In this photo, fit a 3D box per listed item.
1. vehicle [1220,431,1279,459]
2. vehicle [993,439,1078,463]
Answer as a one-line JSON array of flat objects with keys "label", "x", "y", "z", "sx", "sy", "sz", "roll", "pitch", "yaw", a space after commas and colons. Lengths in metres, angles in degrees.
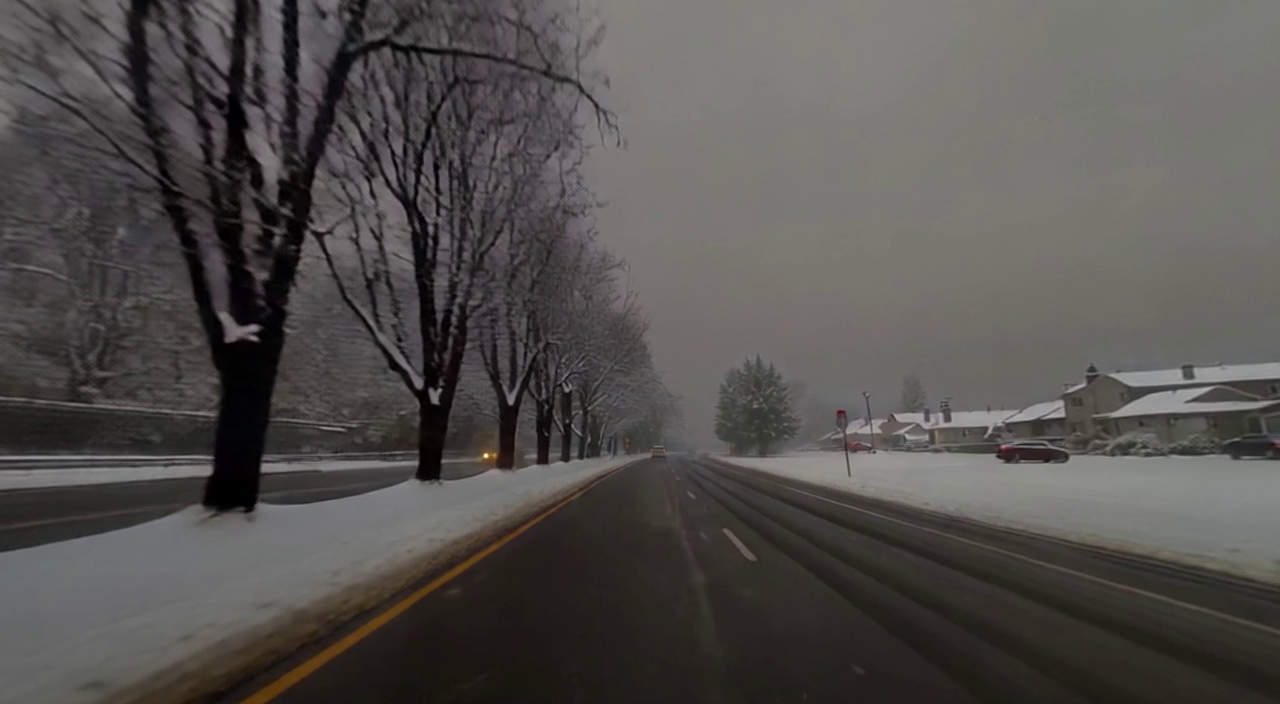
[{"label": "vehicle", "x": 41.547, "y": 6.290, "z": 42.691, "sx": 4.494, "sy": 1.782, "sz": 2.212, "roll": 5, "pitch": -10, "yaw": -33}, {"label": "vehicle", "x": 27.031, "y": 6.774, "z": 43.268, "sx": 4.580, "sy": 1.598, "sz": 2.010, "roll": 1, "pitch": -8, "yaw": -5}]
